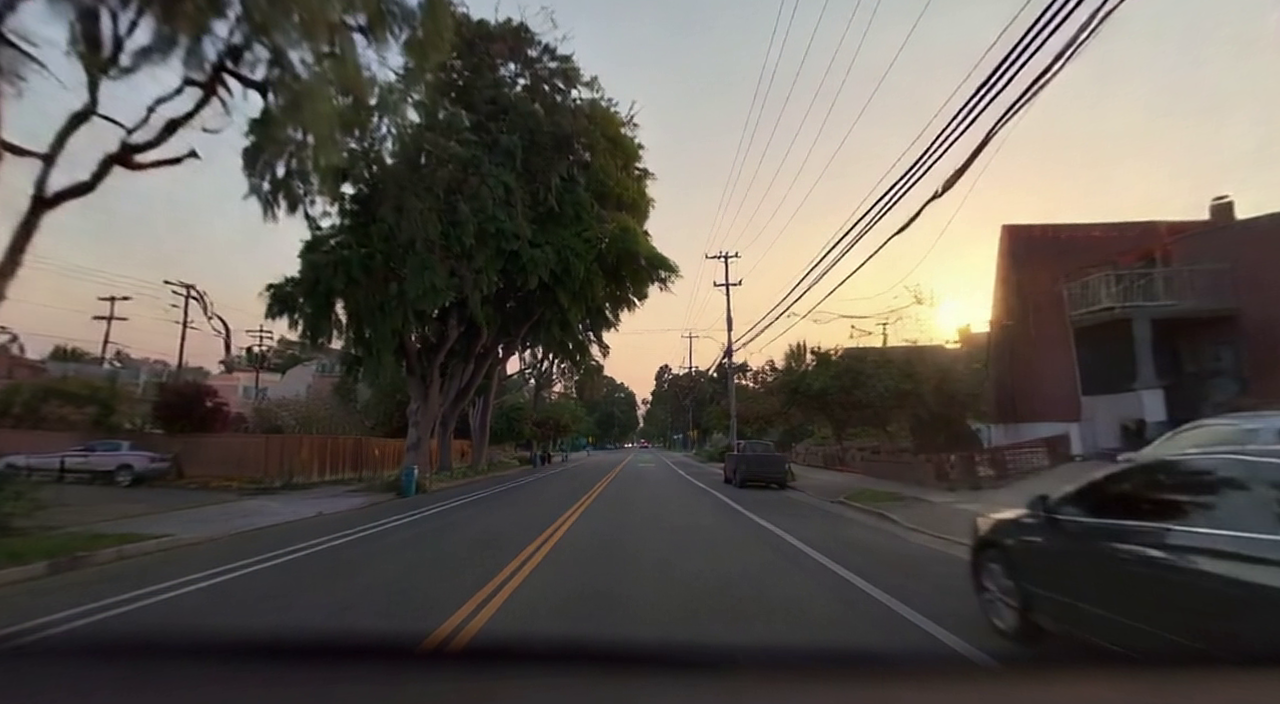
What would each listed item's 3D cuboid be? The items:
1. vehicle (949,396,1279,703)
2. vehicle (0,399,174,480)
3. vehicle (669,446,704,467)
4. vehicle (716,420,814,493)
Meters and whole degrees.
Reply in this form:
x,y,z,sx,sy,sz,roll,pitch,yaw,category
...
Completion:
x,y,z,sx,sy,sz,roll,pitch,yaw,category
3.551,0.982,2.796,1.979,1.524,4.602,0,-8,-1,vehicle
-21.332,2.992,21.540,2.970,2.515,10.445,-2,-7,0,vehicle
3.447,7.839,47.796,2.191,1.494,4.957,0,-8,0,vehicle
3.795,3.282,20.146,2.088,2.019,4.802,0,-8,0,vehicle
